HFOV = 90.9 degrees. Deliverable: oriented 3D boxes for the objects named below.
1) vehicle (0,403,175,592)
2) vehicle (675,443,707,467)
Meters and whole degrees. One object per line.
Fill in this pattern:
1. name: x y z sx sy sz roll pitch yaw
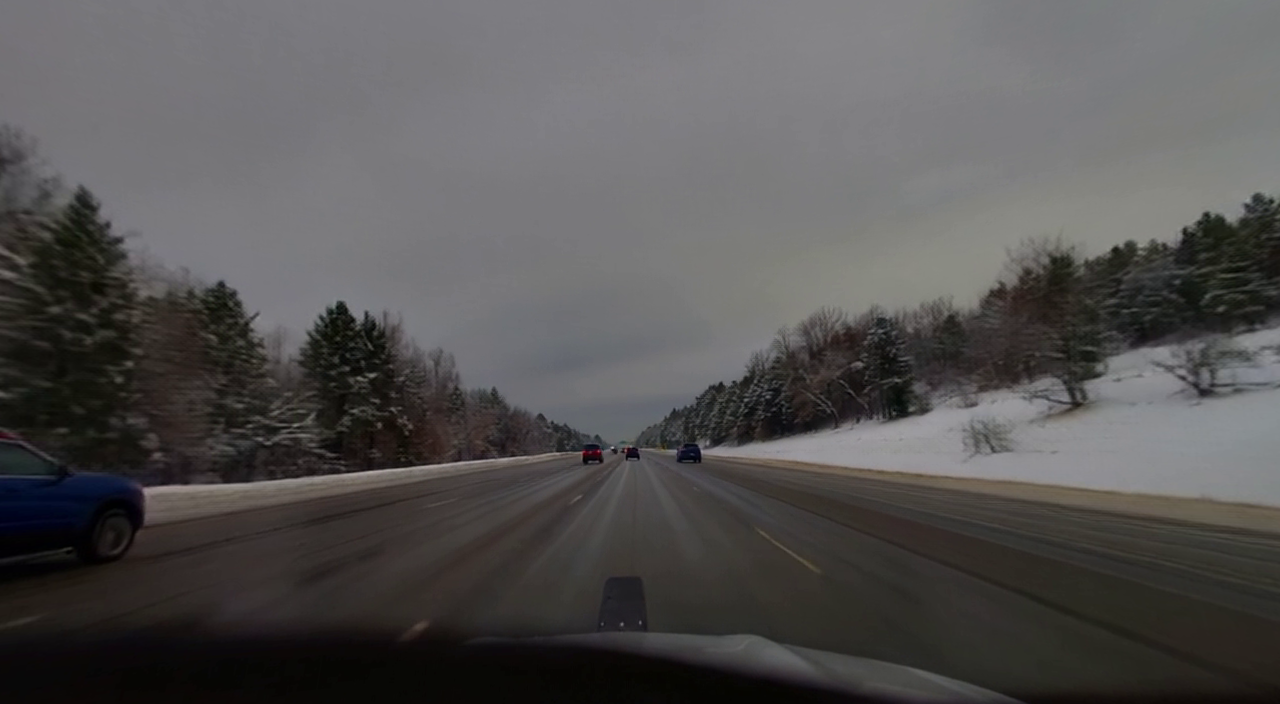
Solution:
1. vehicle: -7.182 1.326 5.594 2.285 1.759 4.968 0 -8 0
2. vehicle: 3.858 7.857 48.445 1.995 1.712 4.206 0 -8 -2
